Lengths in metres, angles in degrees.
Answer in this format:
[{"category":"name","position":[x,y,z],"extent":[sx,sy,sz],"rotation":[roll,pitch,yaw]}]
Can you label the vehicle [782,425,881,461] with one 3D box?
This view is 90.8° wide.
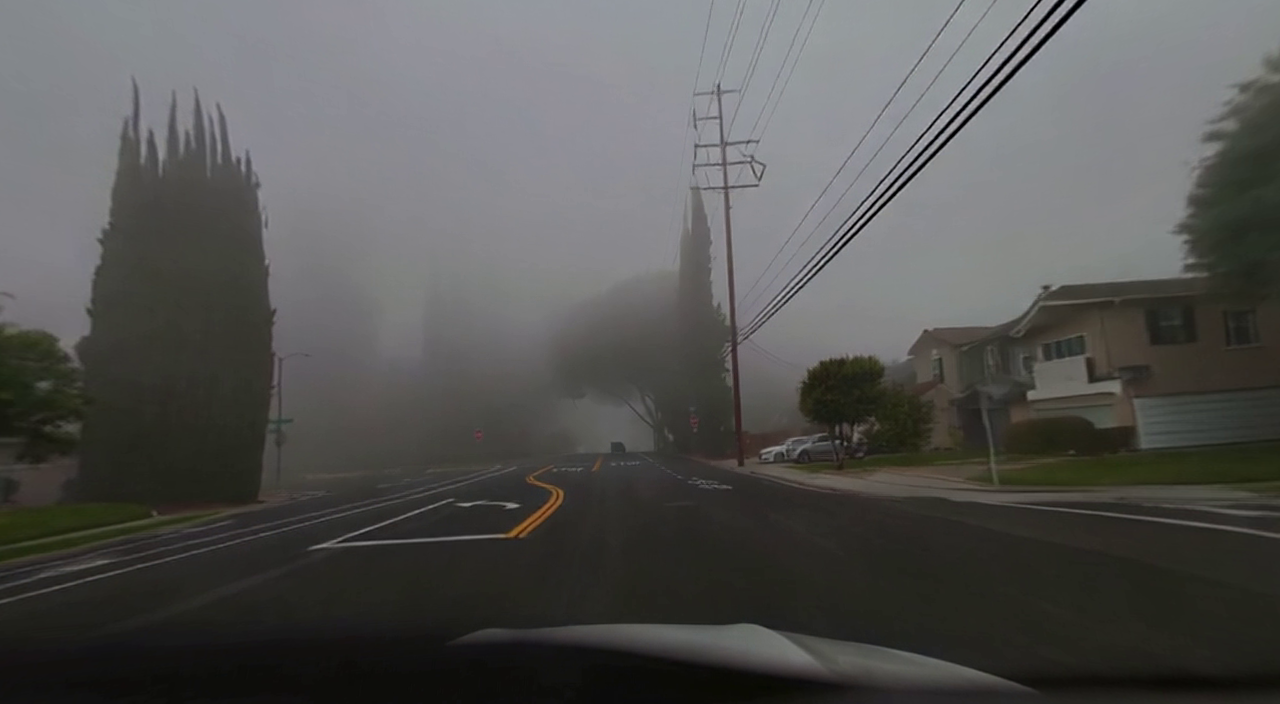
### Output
[{"category":"vehicle","position":[10.140,4.875,33.779],"extent":[4.544,1.807,2.204],"rotation":[-1,-9,2]}]
